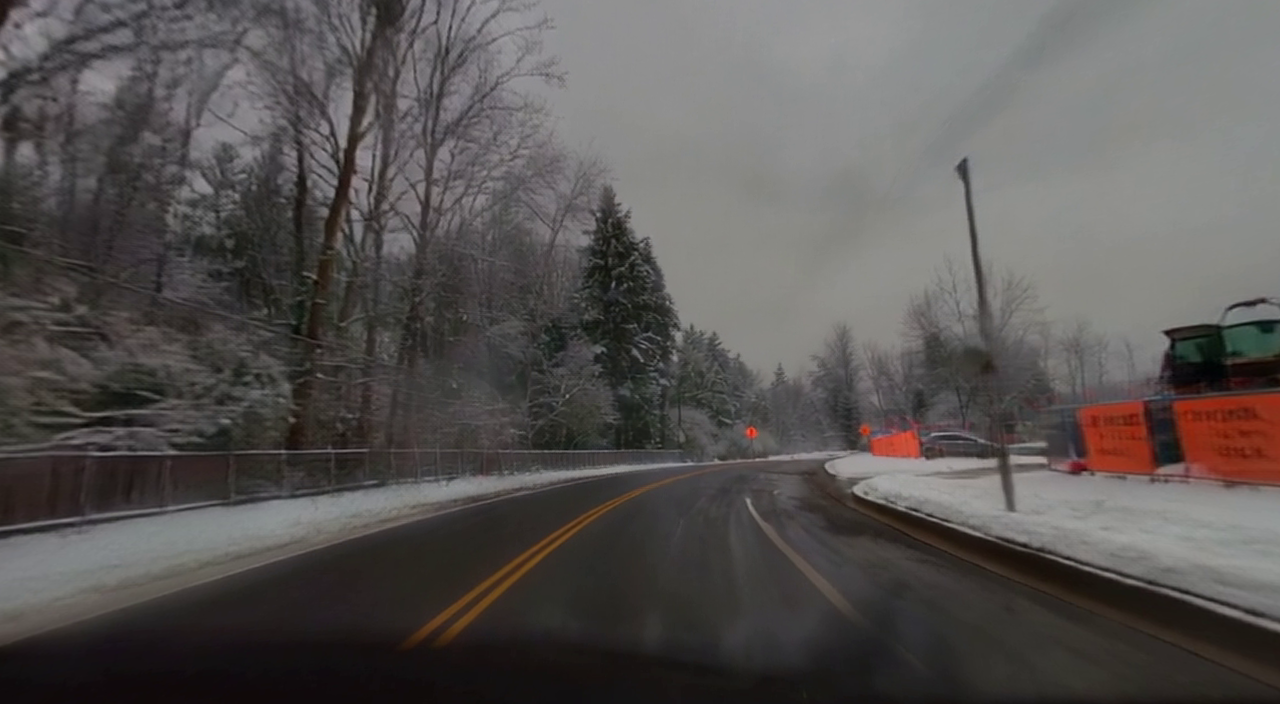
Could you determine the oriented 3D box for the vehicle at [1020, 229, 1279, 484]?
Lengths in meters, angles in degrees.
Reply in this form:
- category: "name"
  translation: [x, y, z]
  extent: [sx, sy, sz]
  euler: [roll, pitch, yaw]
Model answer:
- category: "vehicle"
  translation: [11.124, 0.391, 11.386]
  extent: [2.984, 3.691, 10.409]
  euler: [-1, -9, 6]
